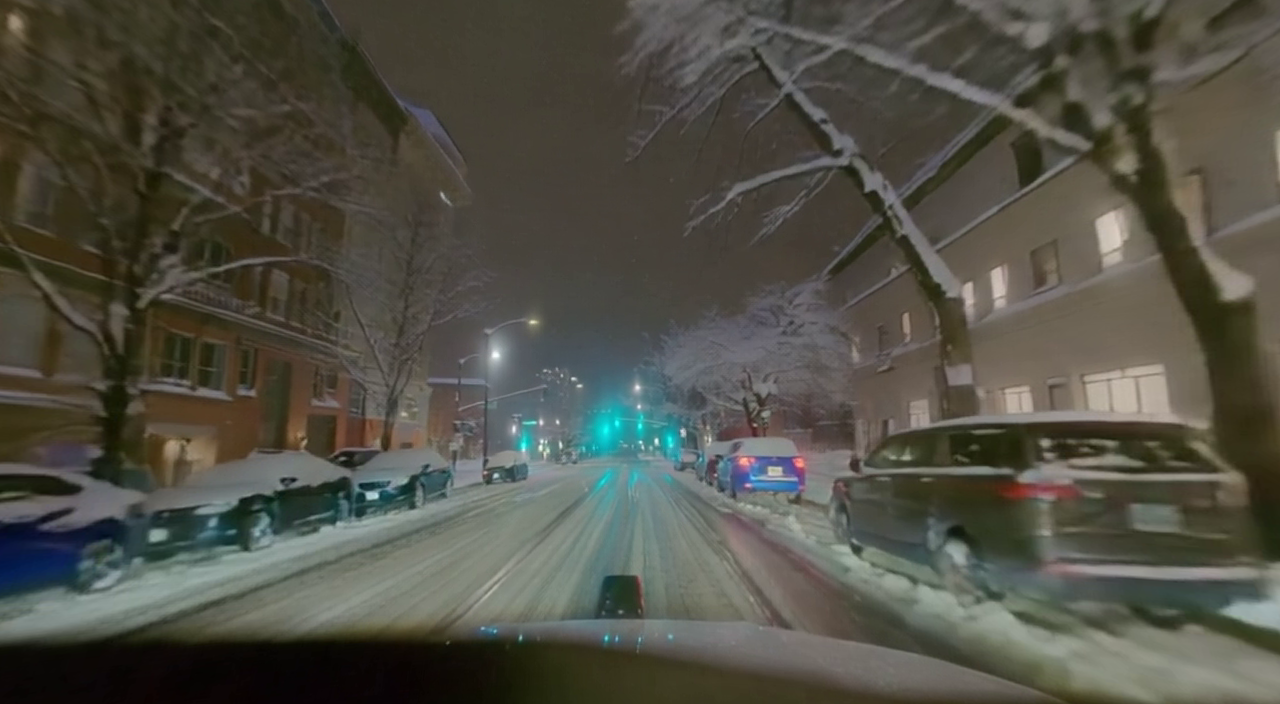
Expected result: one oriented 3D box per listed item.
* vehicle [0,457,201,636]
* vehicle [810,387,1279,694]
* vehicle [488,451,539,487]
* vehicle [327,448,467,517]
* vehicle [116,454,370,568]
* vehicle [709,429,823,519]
[{"bbox_3d":[-6.466,1.703,5.454,1.913,1.479,4.714,-1,-8,1],"label":"vehicle"},{"bbox_3d":[3.418,1.457,6.295,1.886,1.740,5.167,0,-8,-1],"label":"vehicle"},{"bbox_3d":[-6.747,6.228,33.998,1.893,1.758,4.019,-1,-8,0],"label":"vehicle"},{"bbox_3d":[-6.537,3.645,17.730,2.033,1.523,4.867,-3,-11,0],"label":"vehicle"},{"bbox_3d":[-6.595,2.616,11.235,1.723,1.520,4.439,0,-8,-1],"label":"vehicle"},{"bbox_3d":[2.882,2.906,15.596,1.954,1.845,4.682,-1,-8,1],"label":"vehicle"}]
